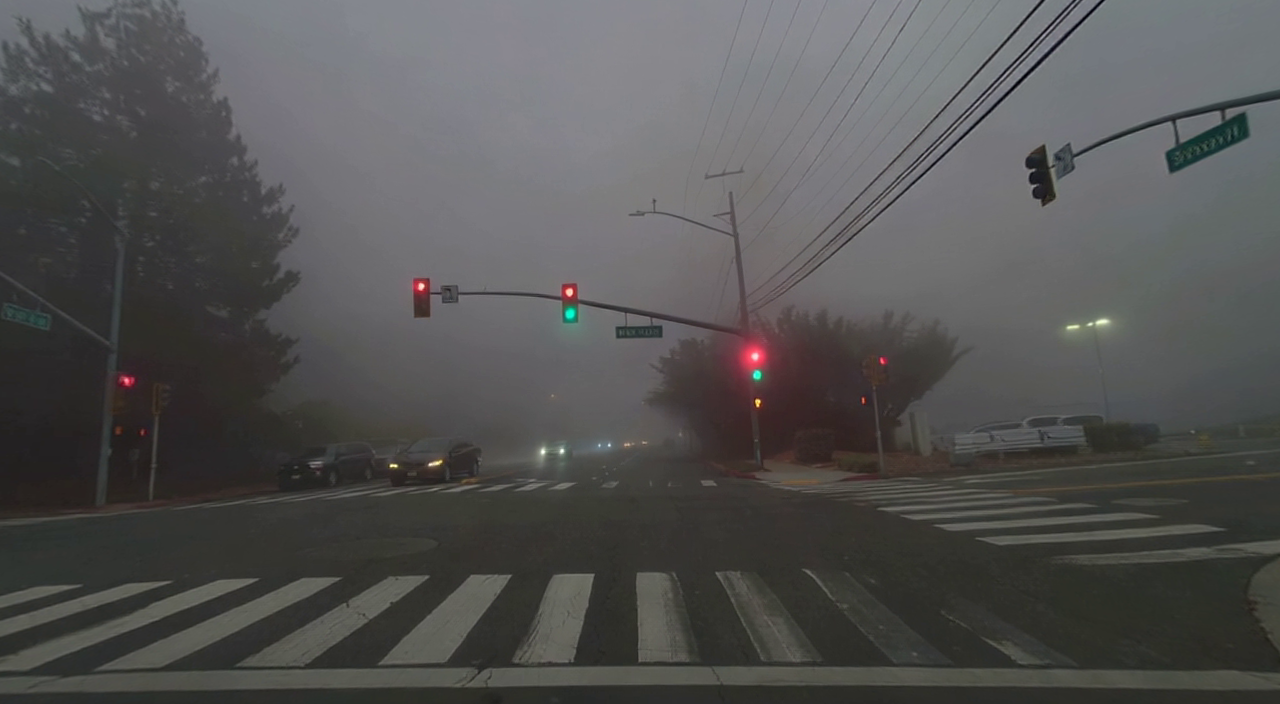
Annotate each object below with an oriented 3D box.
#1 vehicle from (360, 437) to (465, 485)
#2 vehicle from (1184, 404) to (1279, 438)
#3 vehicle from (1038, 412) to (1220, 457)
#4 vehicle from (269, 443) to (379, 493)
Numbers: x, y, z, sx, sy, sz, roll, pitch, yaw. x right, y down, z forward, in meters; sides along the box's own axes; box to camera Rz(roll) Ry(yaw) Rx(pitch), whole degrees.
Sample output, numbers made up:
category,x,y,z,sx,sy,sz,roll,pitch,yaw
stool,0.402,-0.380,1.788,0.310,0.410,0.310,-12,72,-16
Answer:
category,x,y,z,sx,sy,sz,roll,pitch,yaw
vehicle,-10.187,4.921,28.943,2.664,1.940,5.702,0,-9,0
vehicle,34.801,4.020,36.663,4.326,1.511,1.725,-8,-9,16
vehicle,16.906,2.913,22.135,4.560,1.453,1.851,-3,-9,18
vehicle,-13.814,5.069,28.036,2.306,1.957,4.968,0,-9,-1
